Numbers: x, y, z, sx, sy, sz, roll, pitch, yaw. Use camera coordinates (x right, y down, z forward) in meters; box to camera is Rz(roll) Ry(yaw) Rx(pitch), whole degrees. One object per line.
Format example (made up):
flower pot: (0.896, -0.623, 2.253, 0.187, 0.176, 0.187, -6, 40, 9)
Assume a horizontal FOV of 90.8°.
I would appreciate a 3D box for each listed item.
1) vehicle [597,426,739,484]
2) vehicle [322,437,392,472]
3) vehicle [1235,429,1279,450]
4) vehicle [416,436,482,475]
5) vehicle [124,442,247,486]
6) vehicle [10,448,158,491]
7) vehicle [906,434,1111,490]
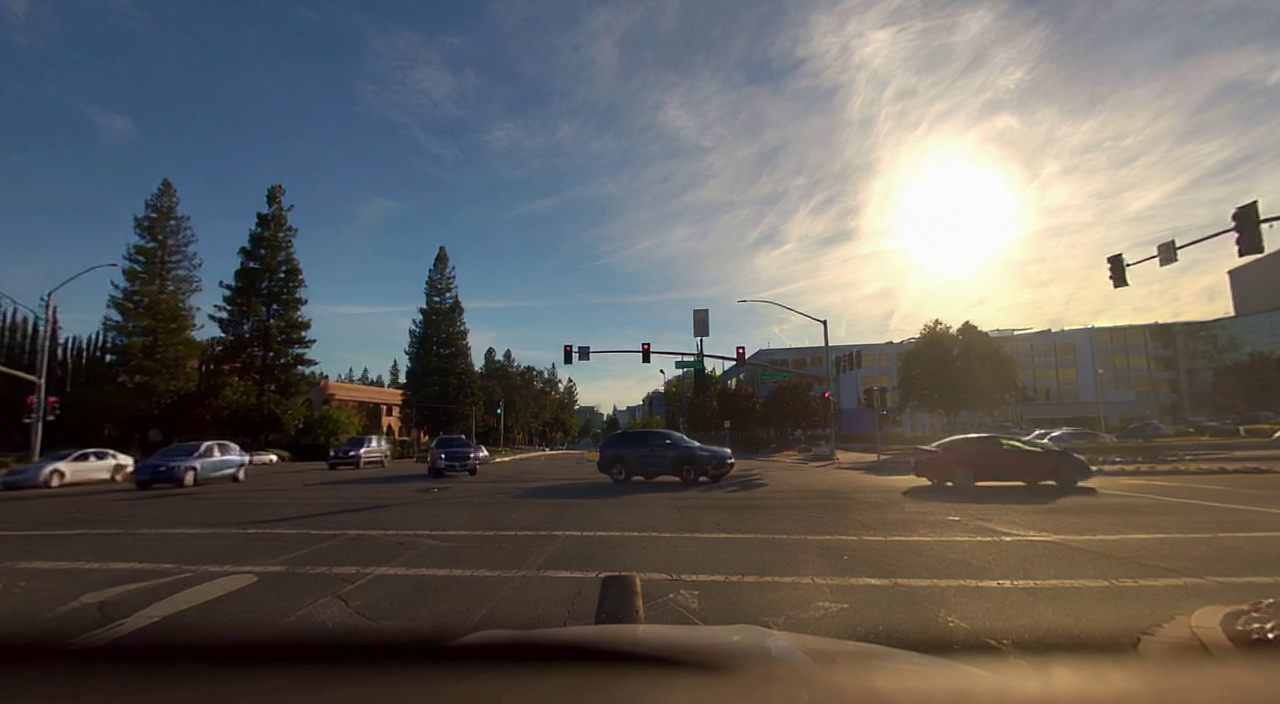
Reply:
vehicle: (0.975, 3.723, 22.984, 4.767, 1.877, 2.017, -6, -10, 33)
vehicle: (-16.407, 5.970, 36.929, 1.977, 1.878, 4.575, 0, -9, 0)
vehicle: (45.674, 6.285, 45.276, 1.786, 1.412, 4.330, 0, -9, 0)
vehicle: (-9.091, 4.861, 29.861, 1.982, 1.678, 4.180, 5, -10, -29)
vehicle: (-19.686, 4.843, 27.662, 2.088, 1.743, 4.417, 0, -9, -1)
vehicle: (-23.251, 4.897, 26.749, 2.041, 1.642, 4.628, 0, -9, 0)
vehicle: (10.329, 3.119, 18.119, 4.532, 1.467, 2.135, -2, -9, 11)
